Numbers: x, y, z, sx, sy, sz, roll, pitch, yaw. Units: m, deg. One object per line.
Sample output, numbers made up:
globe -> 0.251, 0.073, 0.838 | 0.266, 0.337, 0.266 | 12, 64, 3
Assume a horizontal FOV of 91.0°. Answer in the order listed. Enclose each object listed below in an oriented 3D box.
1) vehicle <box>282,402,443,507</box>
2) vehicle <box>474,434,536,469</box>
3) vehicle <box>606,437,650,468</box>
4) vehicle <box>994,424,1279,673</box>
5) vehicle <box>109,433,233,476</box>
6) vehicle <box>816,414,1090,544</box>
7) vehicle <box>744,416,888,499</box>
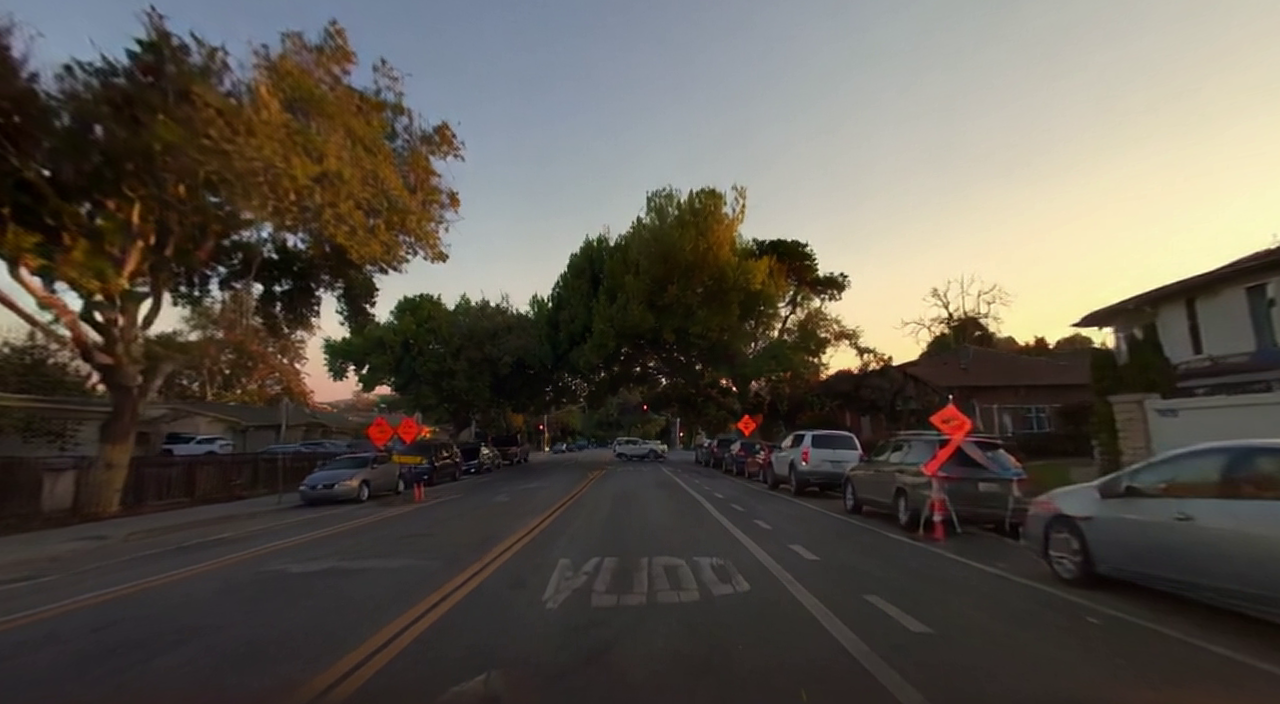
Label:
vehicle -> -7.768, 2.922, 18.234 | 2.526, 2.631, 4.228 | 0, -8, 2
vehicle -> -8.505, 6.362, 40.356 | 2.659, 2.047, 6.014 | 0, -8, 0
vehicle -> -0.579, 5.198, 32.781 | 2.151, 1.481, 4.084 | 0, -8, 1
vehicle -> 4.766, 1.272, 4.448 | 1.912, 1.463, 4.477 | 0, -8, 0
vehicle -> -23.336, 5.087, 31.443 | 4.491, 2.031, 2.045 | -1, -8, 1
vehicle -> 4.868, 2.050, 10.856 | 2.225, 1.715, 4.755 | 0, -8, -1
vehicle -> 4.646, 2.932, 17.865 | 2.279, 1.946, 5.925 | 0, -8, -1
